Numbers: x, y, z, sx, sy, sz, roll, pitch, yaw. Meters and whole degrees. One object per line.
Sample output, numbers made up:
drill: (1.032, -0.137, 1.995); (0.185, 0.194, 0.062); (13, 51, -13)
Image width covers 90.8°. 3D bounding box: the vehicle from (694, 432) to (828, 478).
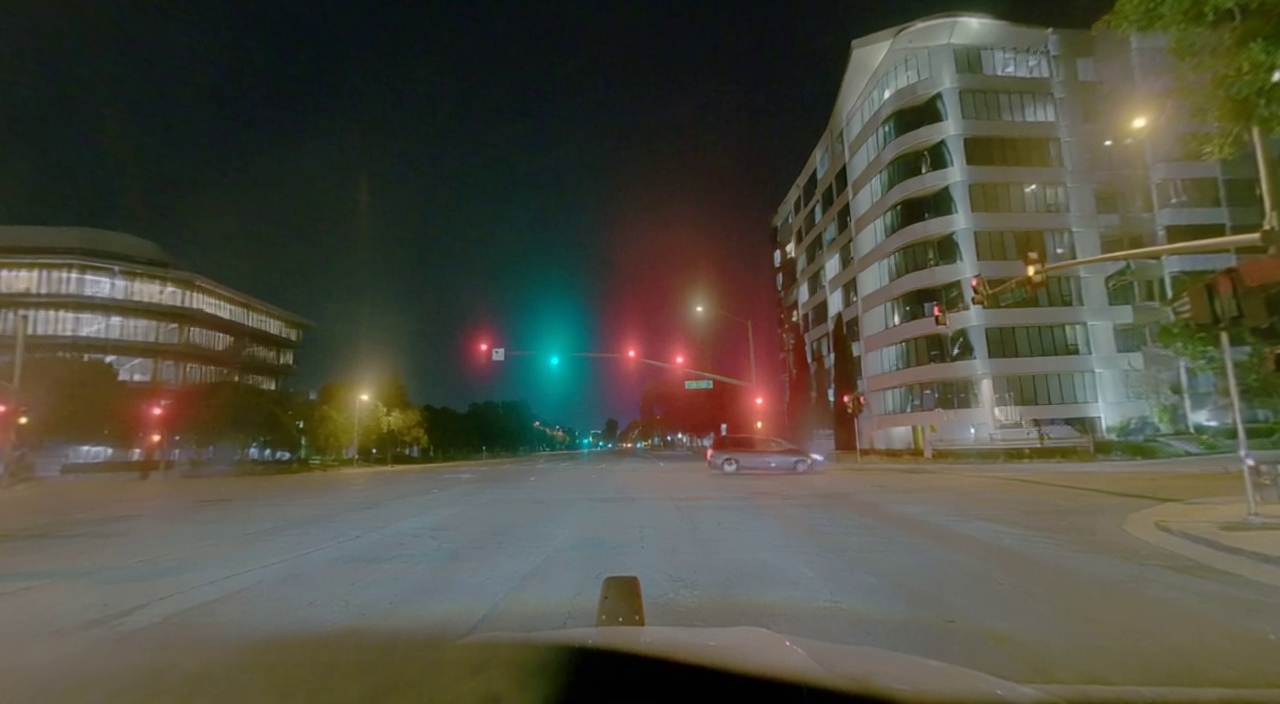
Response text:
vehicle: (5.156, 4.366, 26.922); (5.357, 1.814, 2.141); (-3, -9, 15)
